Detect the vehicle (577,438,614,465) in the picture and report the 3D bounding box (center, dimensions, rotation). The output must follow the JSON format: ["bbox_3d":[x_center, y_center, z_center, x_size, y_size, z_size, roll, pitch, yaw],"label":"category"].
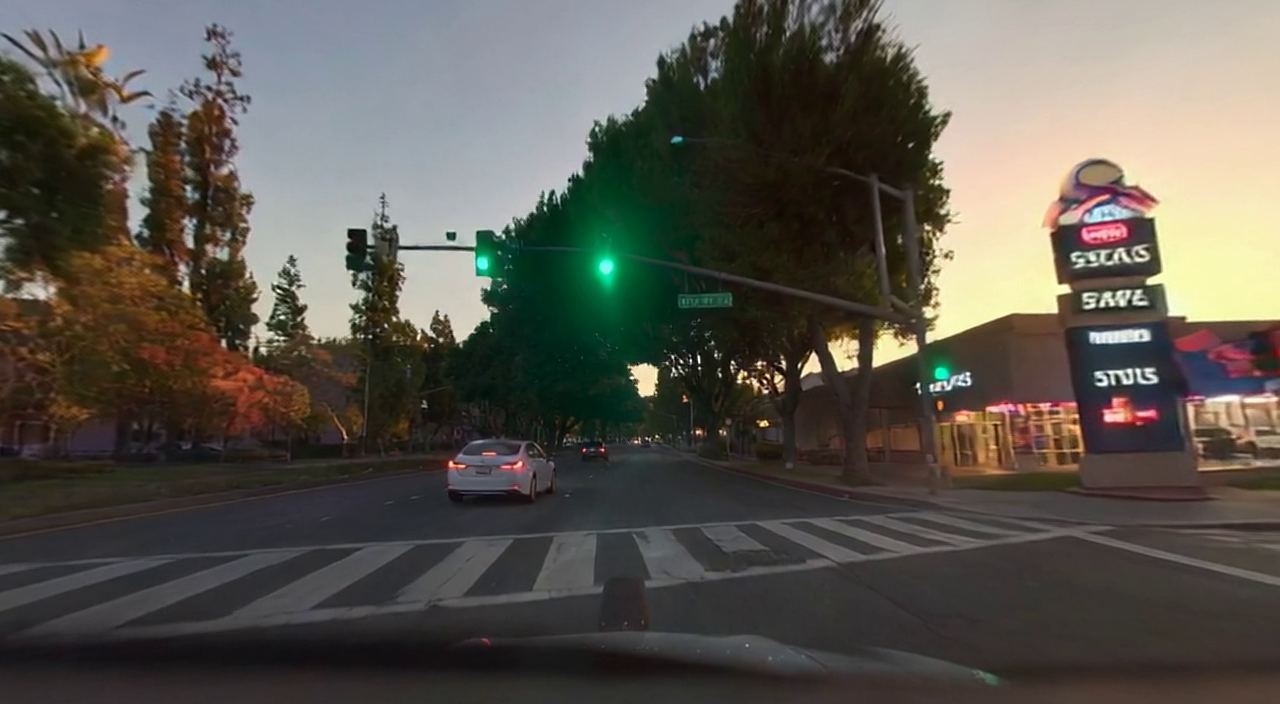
[{"bbox_3d":[-2.966,6.707,42.549,2.109,1.692,4.220,0,-8,1],"label":"vehicle"}]

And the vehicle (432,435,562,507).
[{"bbox_3d":[-3.266,2.806,15.397,2.018,1.477,4.401,0,-8,2],"label":"vehicle"}]

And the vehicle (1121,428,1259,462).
[{"bbox_3d":[33.263,5.664,38.365,2.079,1.837,5.802,5,-10,-30],"label":"vehicle"}]
